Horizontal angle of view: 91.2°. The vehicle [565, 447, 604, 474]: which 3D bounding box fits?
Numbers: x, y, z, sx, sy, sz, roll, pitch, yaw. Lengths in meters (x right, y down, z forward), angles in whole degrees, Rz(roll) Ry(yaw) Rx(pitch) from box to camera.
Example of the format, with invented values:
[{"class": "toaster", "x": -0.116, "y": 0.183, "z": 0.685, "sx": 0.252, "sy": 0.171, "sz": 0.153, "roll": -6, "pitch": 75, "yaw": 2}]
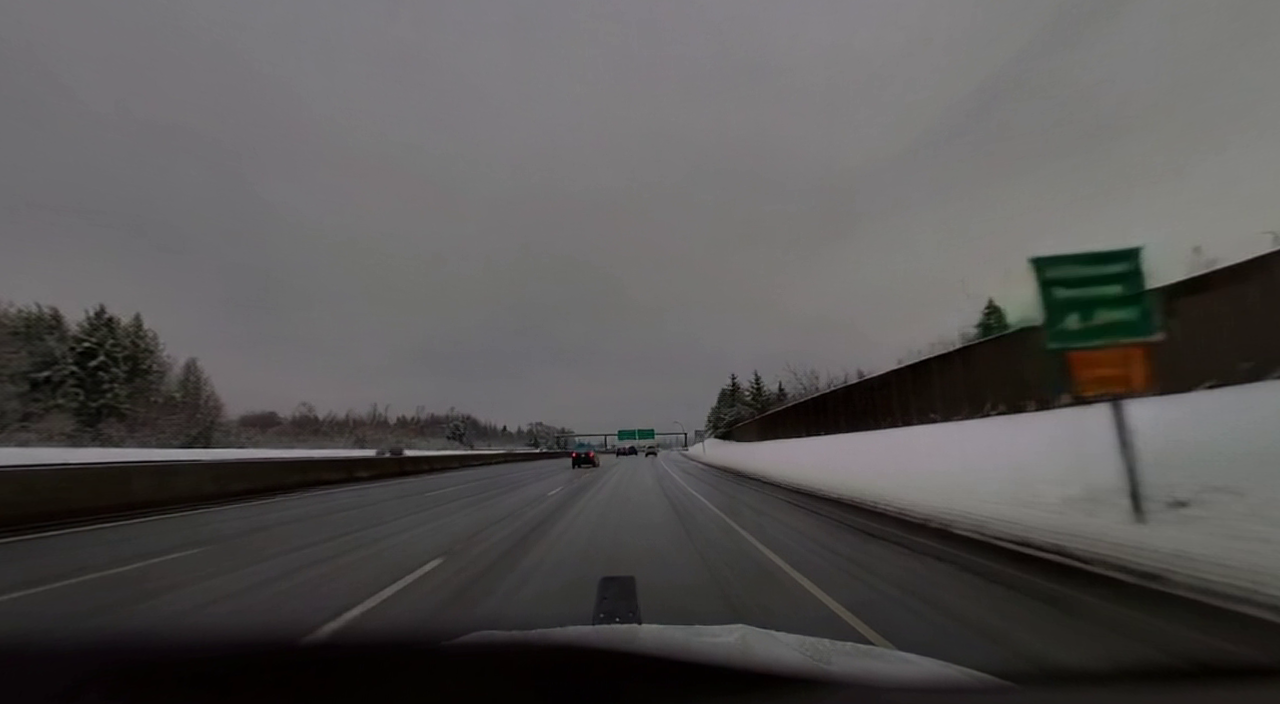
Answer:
[{"class": "vehicle", "x": -3.236, "y": 6.365, "z": 37.081, "sx": 1.895, "sy": 1.482, "sz": 3.852, "roll": 0, "pitch": -9, "yaw": 1}]
